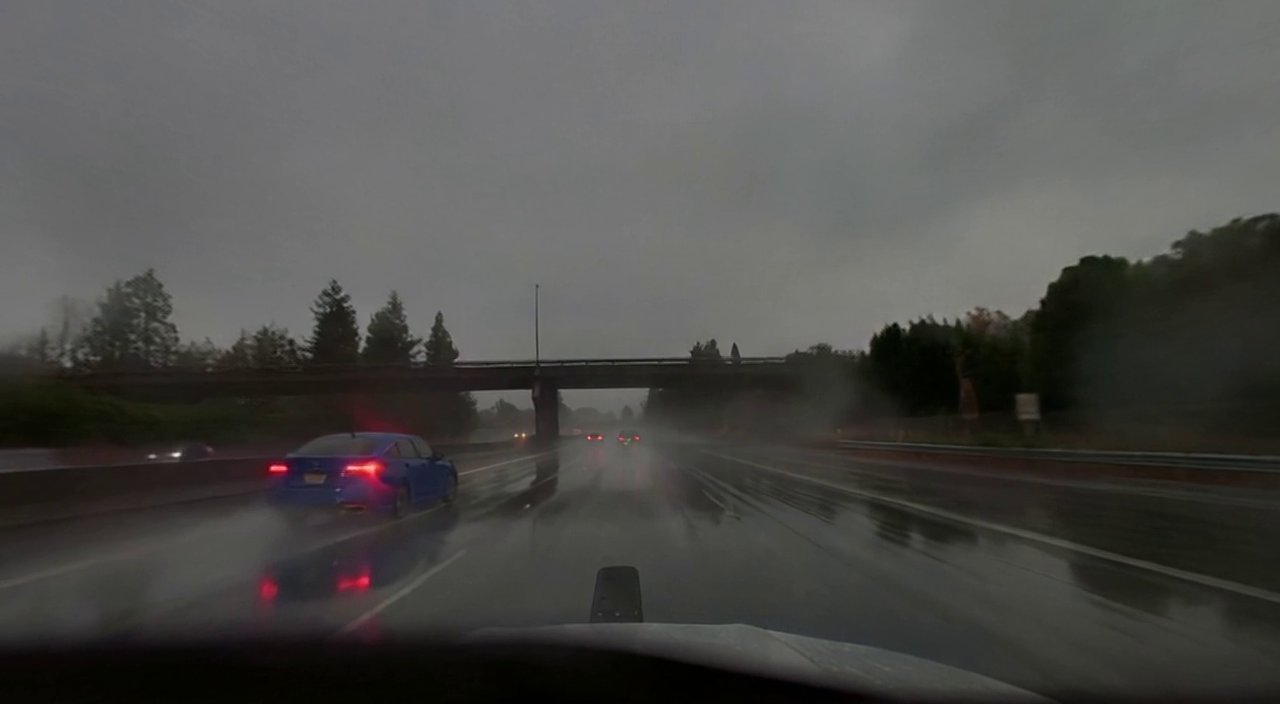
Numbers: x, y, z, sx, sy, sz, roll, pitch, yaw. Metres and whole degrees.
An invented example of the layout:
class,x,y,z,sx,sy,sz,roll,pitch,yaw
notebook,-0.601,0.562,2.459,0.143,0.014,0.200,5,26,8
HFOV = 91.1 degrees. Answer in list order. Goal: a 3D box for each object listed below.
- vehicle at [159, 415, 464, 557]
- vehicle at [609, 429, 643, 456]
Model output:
class,x,y,z,sx,sy,sz,roll,pitch,yaw
vehicle,-4.207,1.759,9.136,2.017,1.537,4.496,0,-8,0
vehicle,-0.919,5.924,41.297,2.116,1.625,4.004,0,-8,-1
